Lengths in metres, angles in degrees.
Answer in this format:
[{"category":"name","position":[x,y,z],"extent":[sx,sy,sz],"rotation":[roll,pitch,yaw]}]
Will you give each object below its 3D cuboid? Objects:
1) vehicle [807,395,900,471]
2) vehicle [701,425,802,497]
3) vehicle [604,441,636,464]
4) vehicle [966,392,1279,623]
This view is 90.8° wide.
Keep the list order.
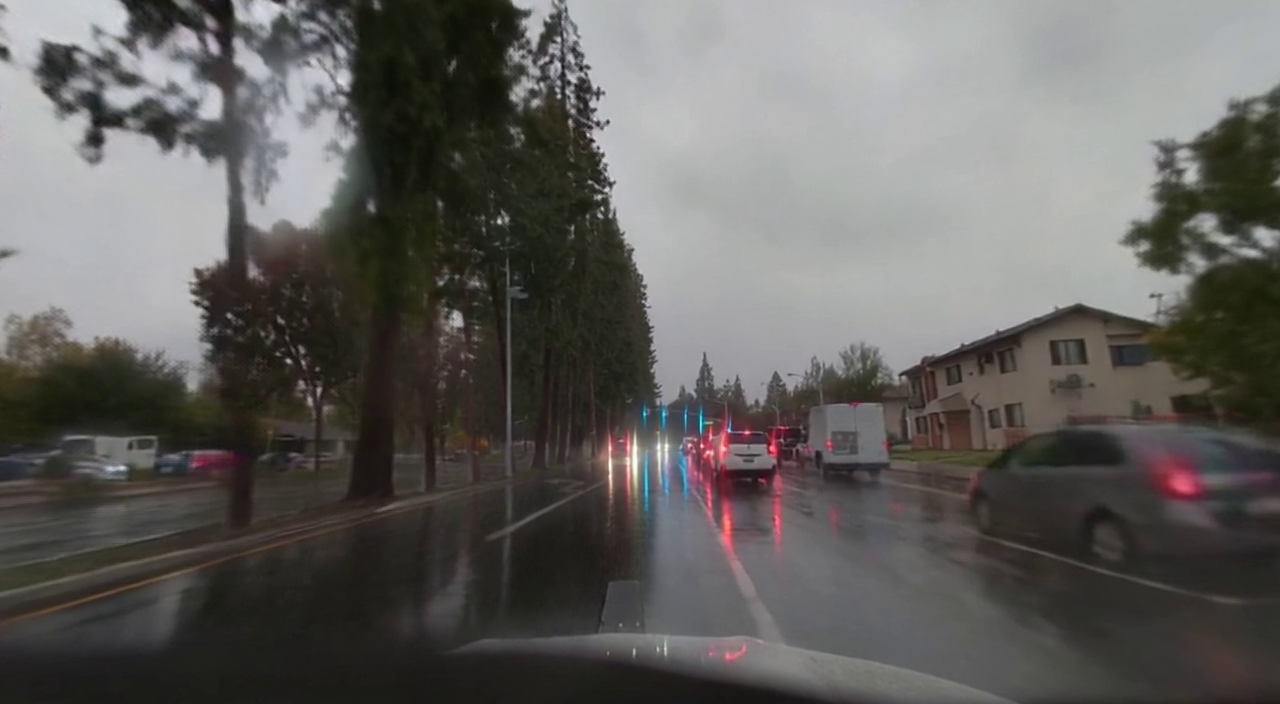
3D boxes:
[{"category":"vehicle","position":[7.067,2.776,21.324],"extent":[1.933,2.309,3.468],"rotation":[-1,-9,2]},{"category":"vehicle","position":[2.881,2.948,17.390],"extent":[2.052,1.693,4.554],"rotation":[0,-8,1]},{"category":"vehicle","position":[-1.460,7.707,48.689],"extent":[2.083,1.691,4.398],"rotation":[-1,-8,3]},{"category":"vehicle","position":[5.768,1.501,7.046],"extent":[1.803,1.754,4.480],"rotation":[2,-7,-1]}]
